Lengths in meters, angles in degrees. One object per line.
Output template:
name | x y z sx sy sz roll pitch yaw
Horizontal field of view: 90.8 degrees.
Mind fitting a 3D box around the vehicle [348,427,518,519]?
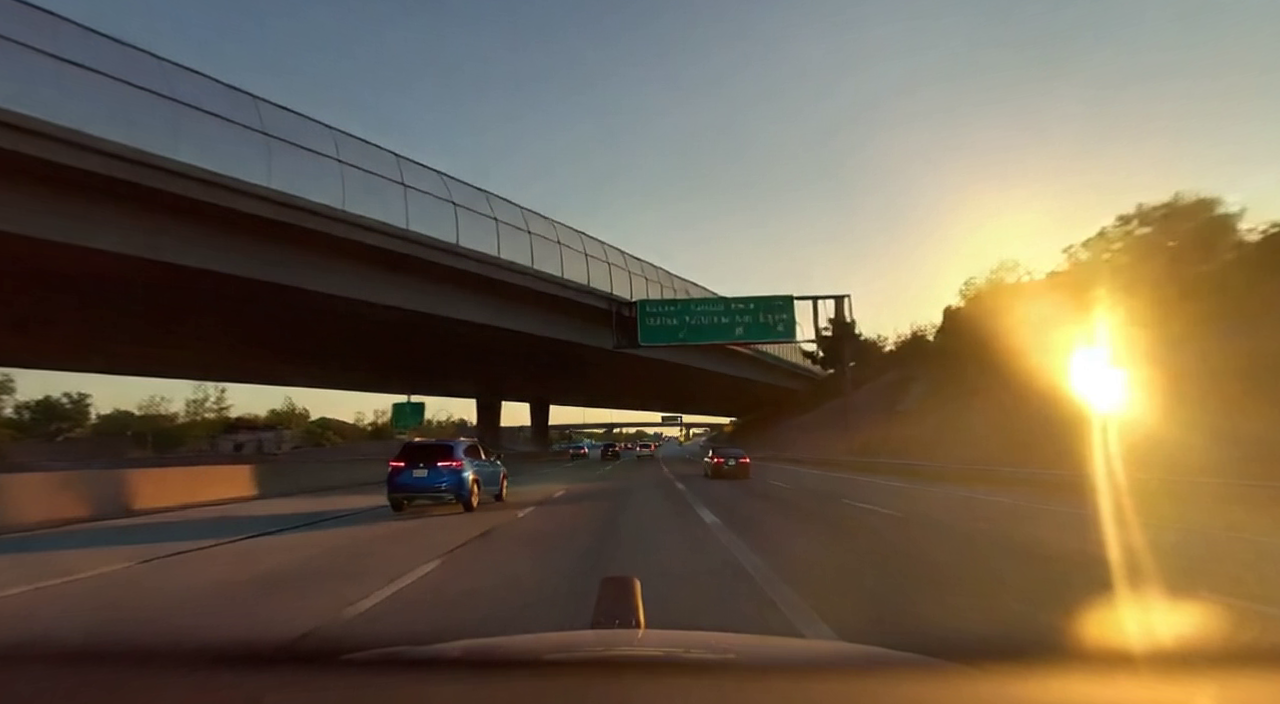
vehicle | -4.147 2.486 13.507 2.193 1.641 4.077 0 -8 1

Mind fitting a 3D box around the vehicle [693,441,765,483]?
vehicle | 3.320 4.195 24.347 2.083 1.453 4.307 0 -8 -1
